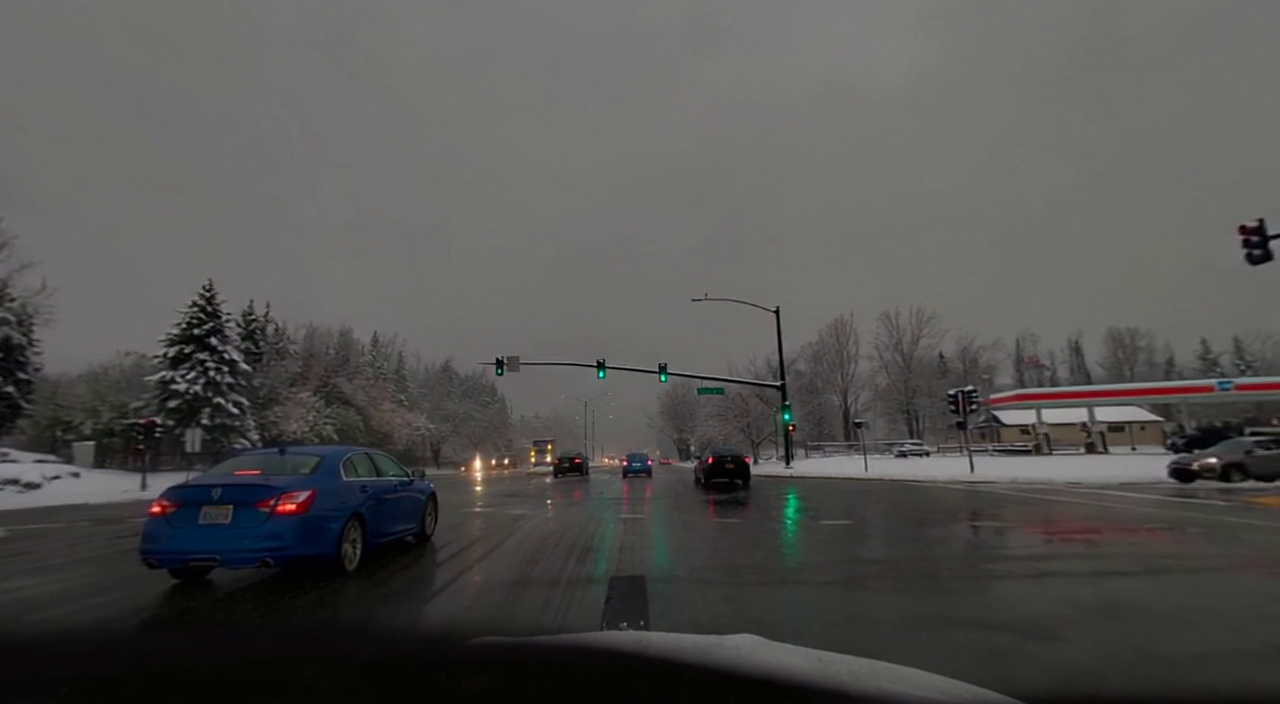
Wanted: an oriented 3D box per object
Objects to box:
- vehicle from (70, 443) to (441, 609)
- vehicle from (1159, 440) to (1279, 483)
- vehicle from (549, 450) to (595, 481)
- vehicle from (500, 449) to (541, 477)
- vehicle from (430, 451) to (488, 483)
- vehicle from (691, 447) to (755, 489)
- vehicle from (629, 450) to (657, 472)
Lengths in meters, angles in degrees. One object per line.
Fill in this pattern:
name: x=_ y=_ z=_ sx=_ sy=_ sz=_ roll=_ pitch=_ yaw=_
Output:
vehicle: x=-4.142 y=1.884 z=7.893 sx=1.803 sy=1.463 sz=4.422 roll=0 pitch=-8 yaw=1
vehicle: x=21.324 y=3.803 z=22.117 sx=4.573 sy=1.419 sz=1.840 roll=0 pitch=-8 yaw=-1
vehicle: x=-3.439 y=5.837 z=32.619 sx=1.841 sy=1.474 sz=4.038 roll=0 pitch=-8 yaw=2
vehicle: x=-8.323 y=7.758 z=44.305 sx=1.922 sy=1.660 sz=4.332 roll=-3 pitch=-8 yaw=1
vehicle: x=-11.455 y=7.264 z=40.158 sx=2.130 sy=1.672 sz=4.549 roll=-4 pitch=-8 yaw=3
vehicle: x=3.089 y=4.410 z=24.296 sx=1.883 sy=1.465 sz=3.975 roll=0 pitch=-8 yaw=-1
vehicle: x=0.157 y=7.906 z=45.803 sx=1.934 sy=1.470 sz=3.988 roll=0 pitch=-8 yaw=-1
